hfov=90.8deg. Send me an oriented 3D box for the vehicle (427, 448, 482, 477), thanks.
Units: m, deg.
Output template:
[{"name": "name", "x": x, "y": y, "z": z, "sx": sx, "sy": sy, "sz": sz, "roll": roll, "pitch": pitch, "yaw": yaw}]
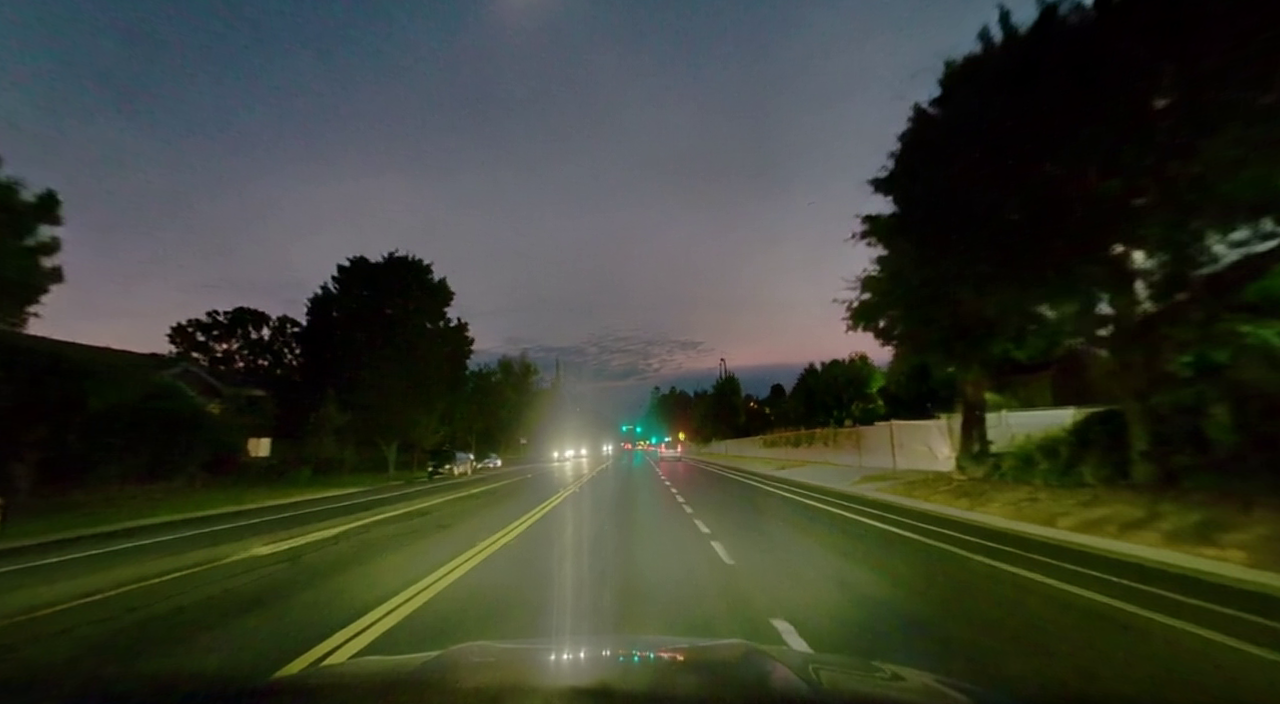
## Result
[{"name": "vehicle", "x": -12.456, "y": 7.471, "z": 42.837, "sx": 2.094, "sy": 1.797, "sz": 5.655, "roll": 0, "pitch": -9, "yaw": 0}]
